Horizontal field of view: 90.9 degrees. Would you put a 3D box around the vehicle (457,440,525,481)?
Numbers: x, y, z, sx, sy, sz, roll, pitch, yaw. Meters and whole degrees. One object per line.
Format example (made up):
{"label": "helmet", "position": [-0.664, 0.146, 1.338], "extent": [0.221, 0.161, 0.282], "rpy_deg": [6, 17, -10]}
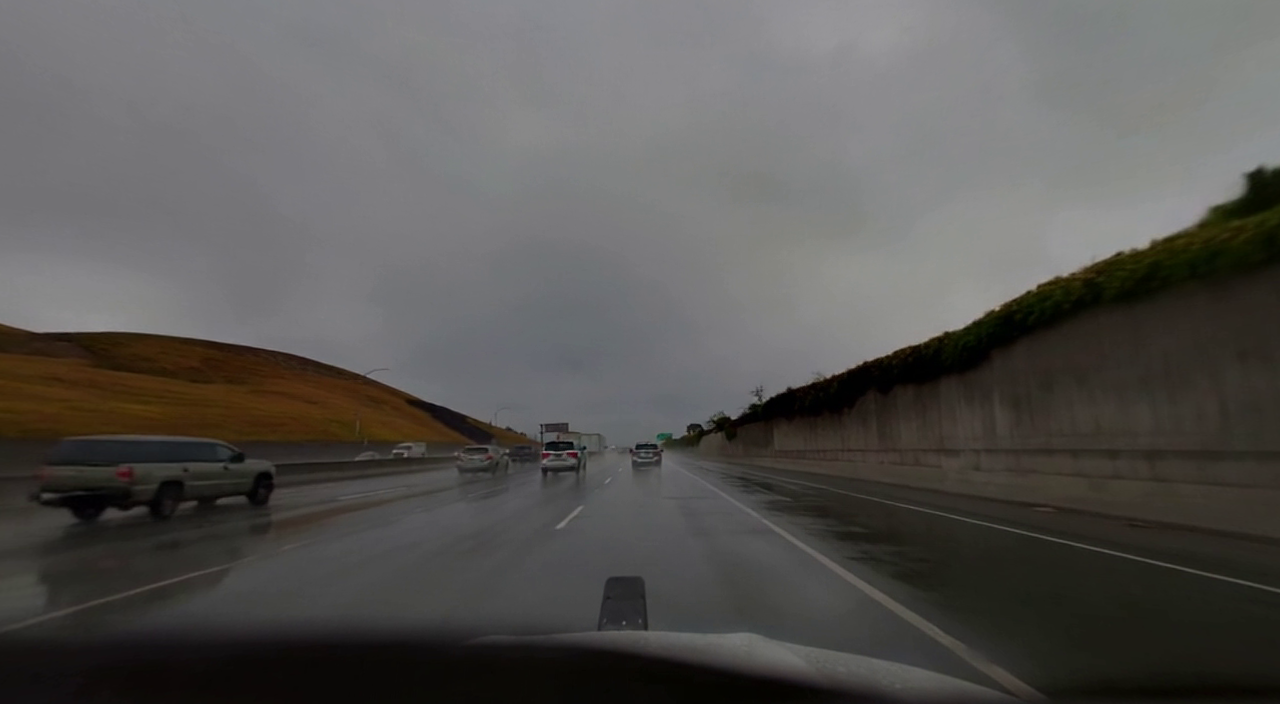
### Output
{"label": "vehicle", "position": [-6.736, 4.946, 28.991], "extent": [2.059, 1.745, 4.239], "rpy_deg": [0, -9, 1]}

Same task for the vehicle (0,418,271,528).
{"label": "vehicle", "position": [-10.813, 2.556, 13.937], "extent": [2.054, 1.933, 5.247], "rpy_deg": [0, -9, 1]}

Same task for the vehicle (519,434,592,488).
{"label": "vehicle", "position": [-3.091, 4.108, 24.088], "extent": [2.093, 1.820, 4.506], "rpy_deg": [0, -9, 1]}

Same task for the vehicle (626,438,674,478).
{"label": "vehicle", "position": [0.447, 5.251, 31.496], "extent": [2.233, 1.804, 4.273], "rpy_deg": [0, -9, 0]}
